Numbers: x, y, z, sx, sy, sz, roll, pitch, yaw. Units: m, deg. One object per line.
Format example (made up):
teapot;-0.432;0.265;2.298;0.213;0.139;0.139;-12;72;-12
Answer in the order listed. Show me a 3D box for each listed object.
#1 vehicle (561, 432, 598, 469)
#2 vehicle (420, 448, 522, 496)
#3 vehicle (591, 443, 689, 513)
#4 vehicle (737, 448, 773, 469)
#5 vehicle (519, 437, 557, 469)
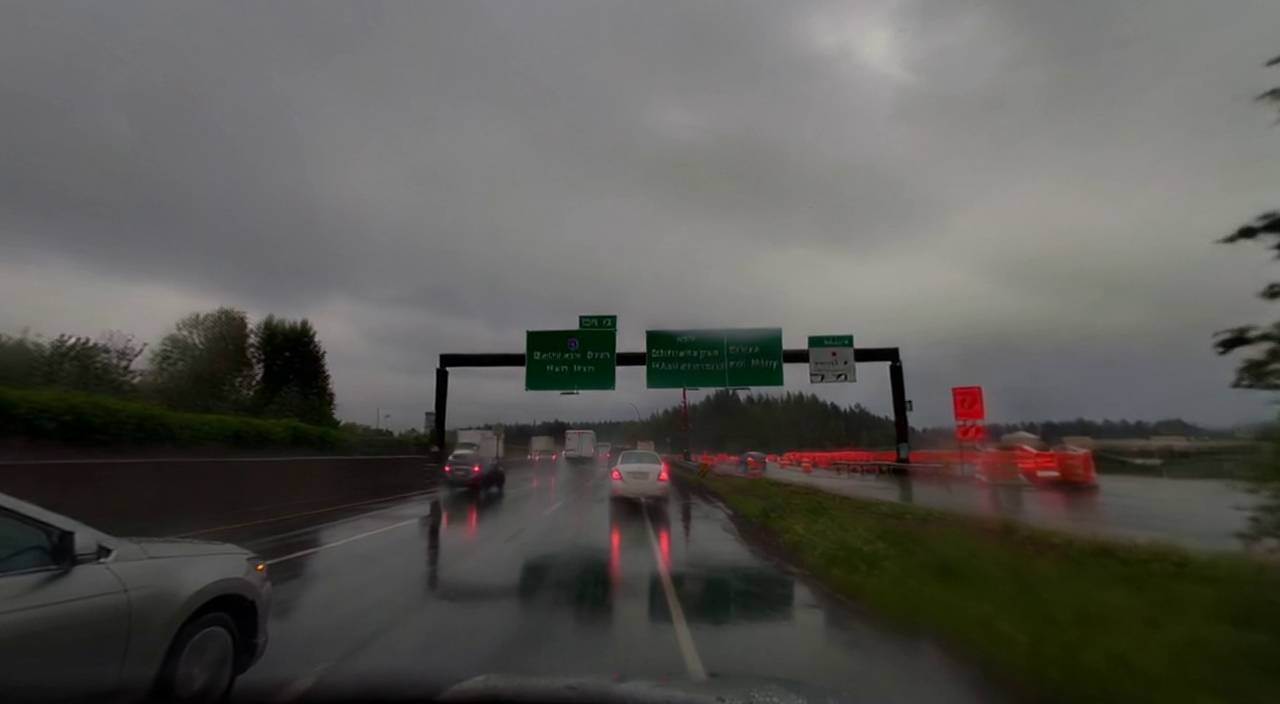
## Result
vehicle;-4.583;7.584;48.484;2.326;2.645;6.249;0;-9;0
vehicle;-5.473;3.940;20.927;2.063;1.417;4.000;-1;-9;4
vehicle;-0.029;2.954;15.085;2.080;1.451;3.512;0;-9;-1
vehicle;8.448;7.884;46.467;1.871;1.460;3.754;0;-9;-2
vehicle;-7.650;7.620;47.485;2.204;2.295;4.830;0;-9;-2
